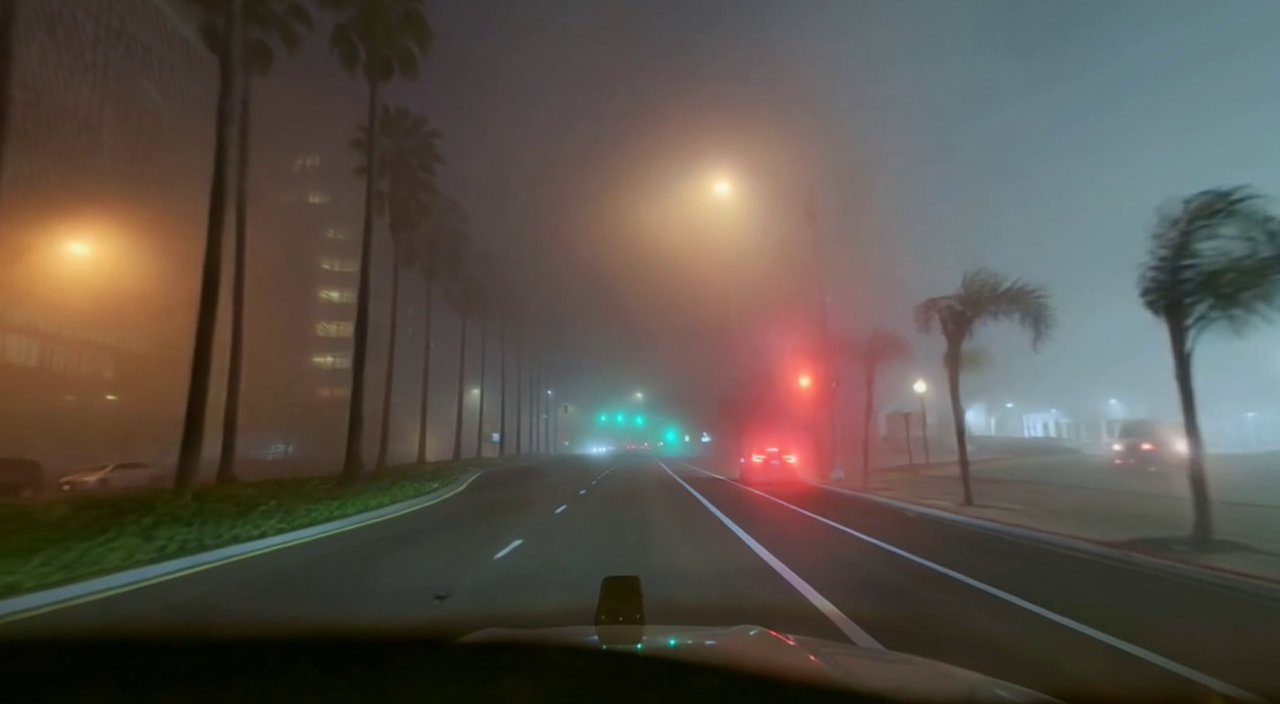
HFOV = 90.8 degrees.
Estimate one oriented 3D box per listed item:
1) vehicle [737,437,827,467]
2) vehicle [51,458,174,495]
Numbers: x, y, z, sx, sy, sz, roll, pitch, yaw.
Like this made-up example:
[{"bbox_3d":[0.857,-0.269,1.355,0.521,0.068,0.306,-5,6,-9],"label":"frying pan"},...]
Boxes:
[{"bbox_3d":[8.555,6.064,38.377,4.871,1.708,2.144,0,-9,-1],"label":"vehicle"},{"bbox_3d":[-23.940,5.645,28.936,1.751,1.424,4.506,0,-9,0],"label":"vehicle"}]
